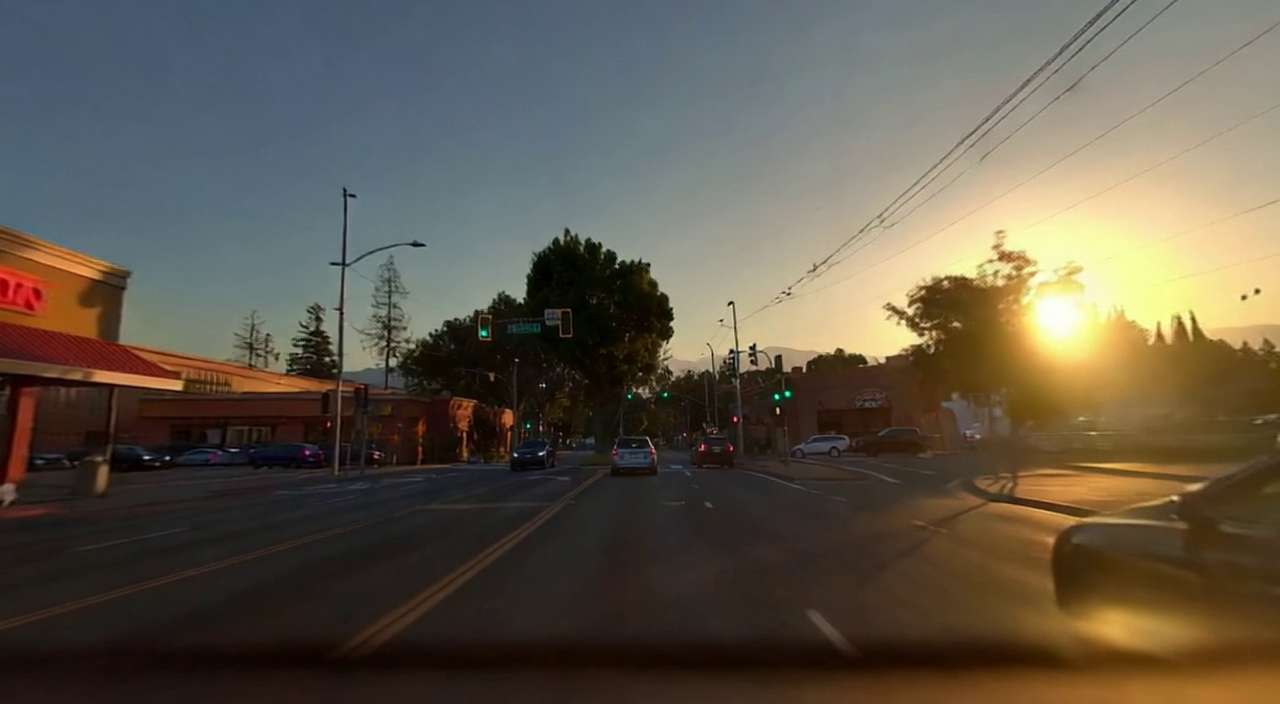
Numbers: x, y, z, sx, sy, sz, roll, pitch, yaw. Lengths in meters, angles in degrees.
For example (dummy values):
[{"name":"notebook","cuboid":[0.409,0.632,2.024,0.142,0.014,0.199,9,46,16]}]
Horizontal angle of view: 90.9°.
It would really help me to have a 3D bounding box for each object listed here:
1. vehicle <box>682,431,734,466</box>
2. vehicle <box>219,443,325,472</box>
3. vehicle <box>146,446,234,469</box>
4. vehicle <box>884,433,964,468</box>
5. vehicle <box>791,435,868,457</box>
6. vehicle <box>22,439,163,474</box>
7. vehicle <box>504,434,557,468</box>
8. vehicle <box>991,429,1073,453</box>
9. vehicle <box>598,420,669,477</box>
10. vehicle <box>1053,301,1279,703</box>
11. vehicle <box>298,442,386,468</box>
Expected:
[{"name":"vehicle","cuboid":[3.640,5.294,34.591,2.276,1.787,4.630,0,-8,-1]},{"name":"vehicle","cuboid":[-21.098,6.046,36.285,4.839,1.604,2.058,-1,-8,3]},{"name":"vehicle","cuboid":[-30.789,7.215,43.220,4.466,1.527,2.028,0,-8,2]},{"name":"vehicle","cuboid":[12.778,4.397,28.204,2.002,1.427,4.436,-7,-11,40]},{"name":"vehicle","cuboid":[14.265,7.115,47.678,5.218,1.558,1.963,0,-9,-1]},{"name":"vehicle","cuboid":[-31.567,6.026,36.475,5.964,1.893,2.363,0,-8,1]},{"name":"vehicle","cuboid":[-6.629,6.054,38.713,2.335,1.909,4.593,0,-8,1]},{"name":"vehicle","cuboid":[29.814,6.776,48.010,4.750,1.710,2.137,0,-8,-1]},{"name":"vehicle","cuboid":[-0.247,3.982,26.127,2.638,2.065,5.313,0,-8,0]},{"name":"vehicle","cuboid":[3.383,0.525,0.764,2.335,1.812,5.041,0,-8,0]},{"name":"vehicle","cuboid":[-18.762,6.500,39.792,4.561,1.531,1.990,0,-8,1]}]
